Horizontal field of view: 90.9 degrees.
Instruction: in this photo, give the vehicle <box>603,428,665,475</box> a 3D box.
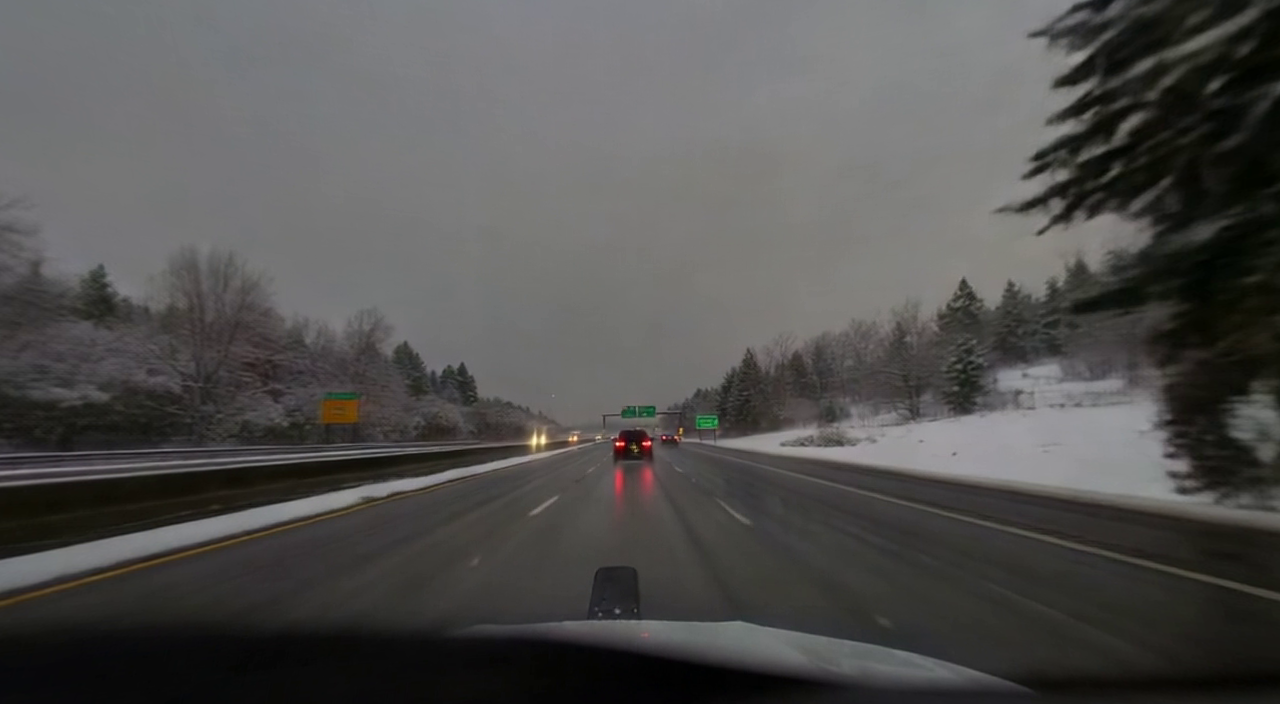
[{"bbox_3d":[-0.225,3.634,23.239,2.094,1.600,3.666,0,-8,-1],"label":"vehicle"}]
